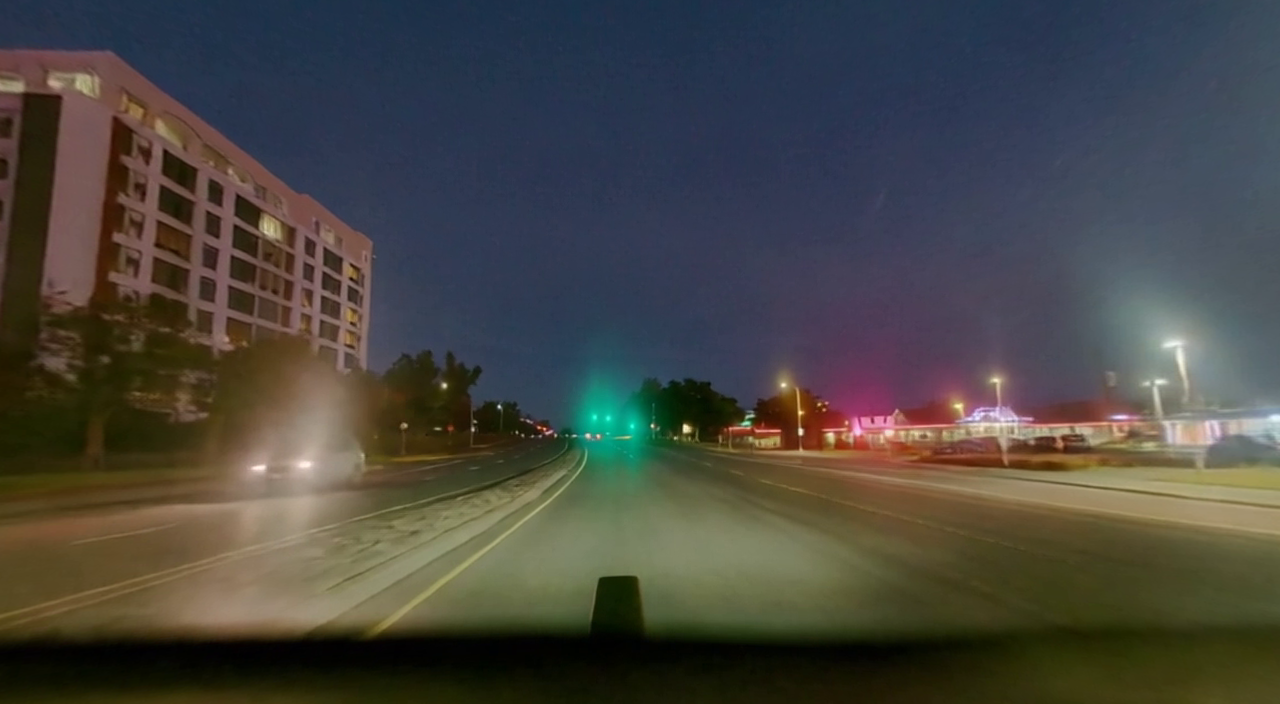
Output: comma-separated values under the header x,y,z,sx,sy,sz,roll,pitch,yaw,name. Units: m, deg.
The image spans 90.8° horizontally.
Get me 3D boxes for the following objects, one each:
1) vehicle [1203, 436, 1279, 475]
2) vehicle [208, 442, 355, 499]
x,y,z,sx,sy,sz,roll,pitch,yaw,name
26.840,4.316,26.517,4.442,1.557,1.924,0,-9,1,vehicle
-10.548,3.496,19.038,1.963,1.518,4.278,0,-9,-1,vehicle
